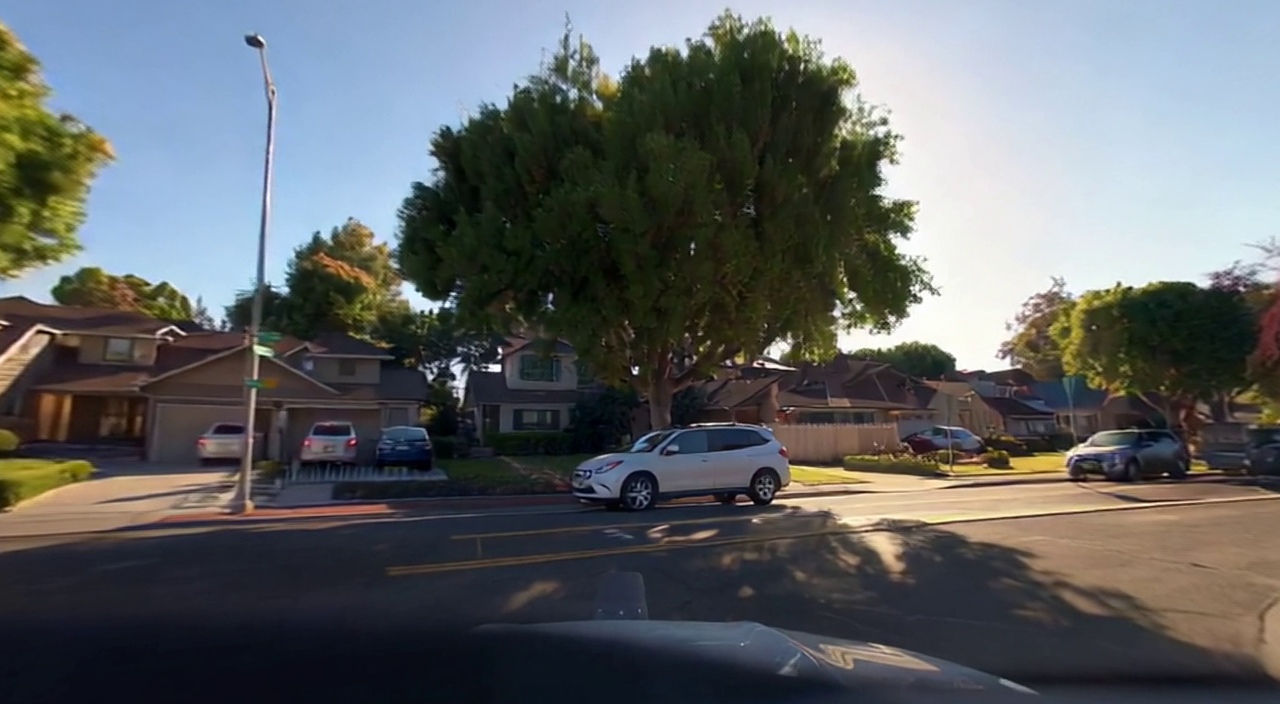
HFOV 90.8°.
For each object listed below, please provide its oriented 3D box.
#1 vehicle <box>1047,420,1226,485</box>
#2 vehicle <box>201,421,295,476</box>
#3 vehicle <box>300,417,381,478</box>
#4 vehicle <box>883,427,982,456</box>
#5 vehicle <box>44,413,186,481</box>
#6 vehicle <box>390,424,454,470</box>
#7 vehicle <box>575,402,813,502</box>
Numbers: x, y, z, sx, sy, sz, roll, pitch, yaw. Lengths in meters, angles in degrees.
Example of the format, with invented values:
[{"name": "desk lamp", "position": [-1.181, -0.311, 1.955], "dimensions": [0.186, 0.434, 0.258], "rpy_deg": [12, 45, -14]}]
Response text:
[{"name": "vehicle", "position": [16.040, 3.210, 20.406], "dimensions": [5.179, 1.847, 2.219], "rpy_deg": [3, -10, -25]}, {"name": "vehicle", "position": [-15.073, 3.756, 24.627], "dimensions": [2.391, 1.894, 5.075], "rpy_deg": [4, -9, -24]}, {"name": "vehicle", "position": [-11.042, 3.546, 23.694], "dimensions": [2.278, 1.969, 5.533], "rpy_deg": [3, -8, -21]}, {"name": "vehicle", "position": [16.441, 5.092, 35.731], "dimensions": [1.967, 1.523, 4.619], "rpy_deg": [7, -11, -38]}, {"name": "vehicle", "position": [-18.154, 3.276, 21.754], "dimensions": [5.475, 2.043, 2.307], "rpy_deg": [-6, -11, 36]}, {"name": "vehicle", "position": [-8.965, 3.889, 25.818], "dimensions": [2.005, 1.699, 4.234], "rpy_deg": [4, -9, -24]}, {"name": "vehicle", "position": [1.191, 2.297, 14.375], "dimensions": [4.919, 1.969, 2.104], "rpy_deg": [4, -10, -19]}]
